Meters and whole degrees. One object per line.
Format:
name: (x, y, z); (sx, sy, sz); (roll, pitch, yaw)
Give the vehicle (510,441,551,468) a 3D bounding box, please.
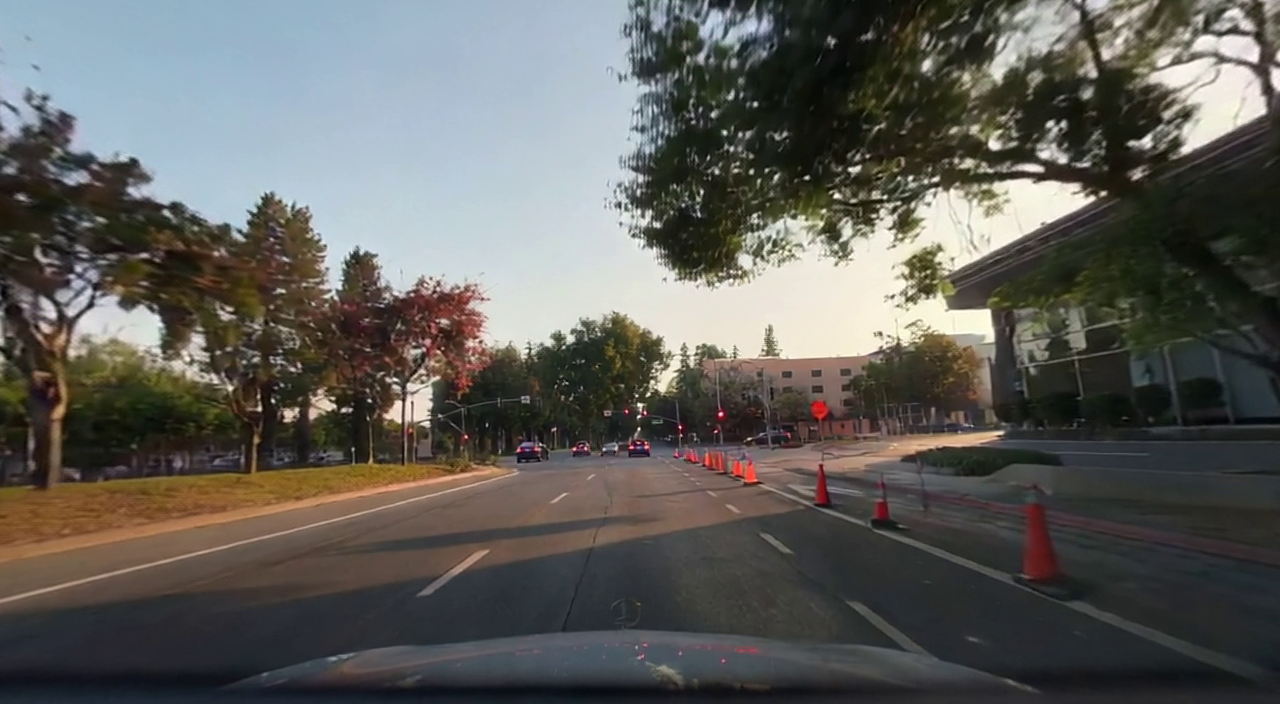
vehicle: (-6.629, 6.247, 38.673); (1.869, 1.570, 4.064); (0, -9, -2)
